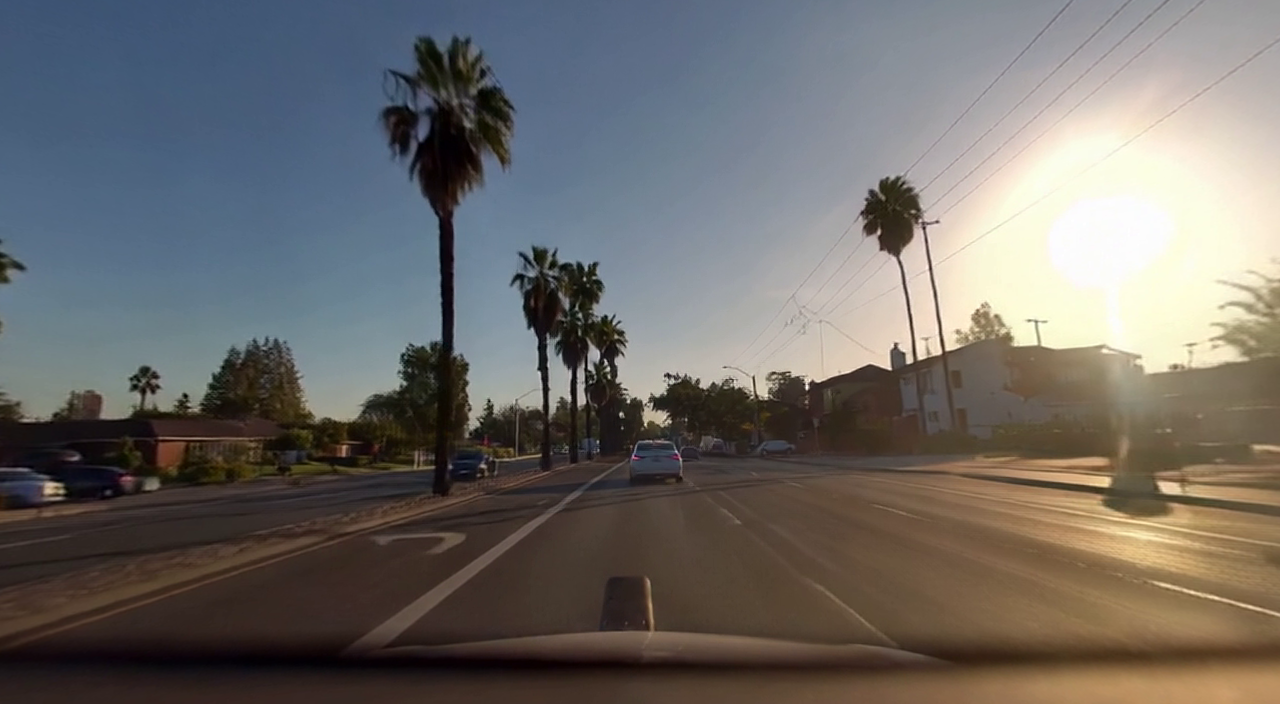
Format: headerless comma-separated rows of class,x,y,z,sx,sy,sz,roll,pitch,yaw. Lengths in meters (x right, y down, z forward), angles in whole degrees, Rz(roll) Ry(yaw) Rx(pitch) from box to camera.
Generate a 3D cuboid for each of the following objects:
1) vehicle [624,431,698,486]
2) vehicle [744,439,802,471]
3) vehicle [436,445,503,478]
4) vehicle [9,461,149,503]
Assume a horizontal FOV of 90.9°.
vehicle,0.609,3.601,21.637,2.289,1.679,4.180,0,-8,-1
vehicle,6.595,5.162,31.746,1.897,1.477,4.360,0,-8,0
vehicle,-8.288,5.358,31.118,1.951,1.499,4.710,0,-8,1
vehicle,-23.492,5.421,26.668,1.834,1.499,4.346,0,-8,1
